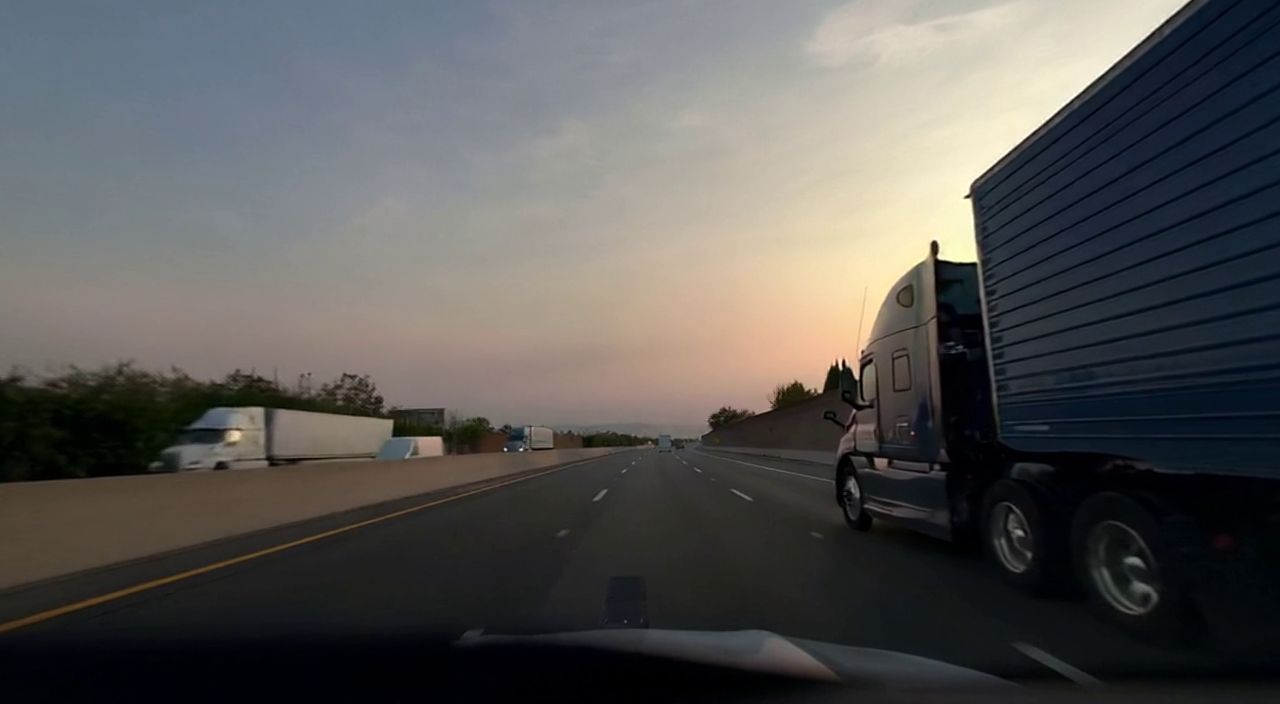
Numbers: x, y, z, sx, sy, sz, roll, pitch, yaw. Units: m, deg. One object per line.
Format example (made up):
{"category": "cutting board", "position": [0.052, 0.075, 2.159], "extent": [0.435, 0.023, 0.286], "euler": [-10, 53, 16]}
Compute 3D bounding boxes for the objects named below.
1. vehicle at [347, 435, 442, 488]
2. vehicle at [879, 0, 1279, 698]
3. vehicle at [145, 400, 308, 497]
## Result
{"category": "vehicle", "position": [-13.788, 6.199, 35.904], "extent": [2.385, 2.707, 6.855], "euler": [-1, -9, 2]}
{"category": "vehicle", "position": [4.813, -0.581, 1.058], "extent": [2.908, 4.075, 15.065], "euler": [0, -9, 0]}
{"category": "vehicle", "position": [-20.231, 4.819, 31.408], "extent": [3.408, 4.286, 6.704], "euler": [0, -9, 0]}
